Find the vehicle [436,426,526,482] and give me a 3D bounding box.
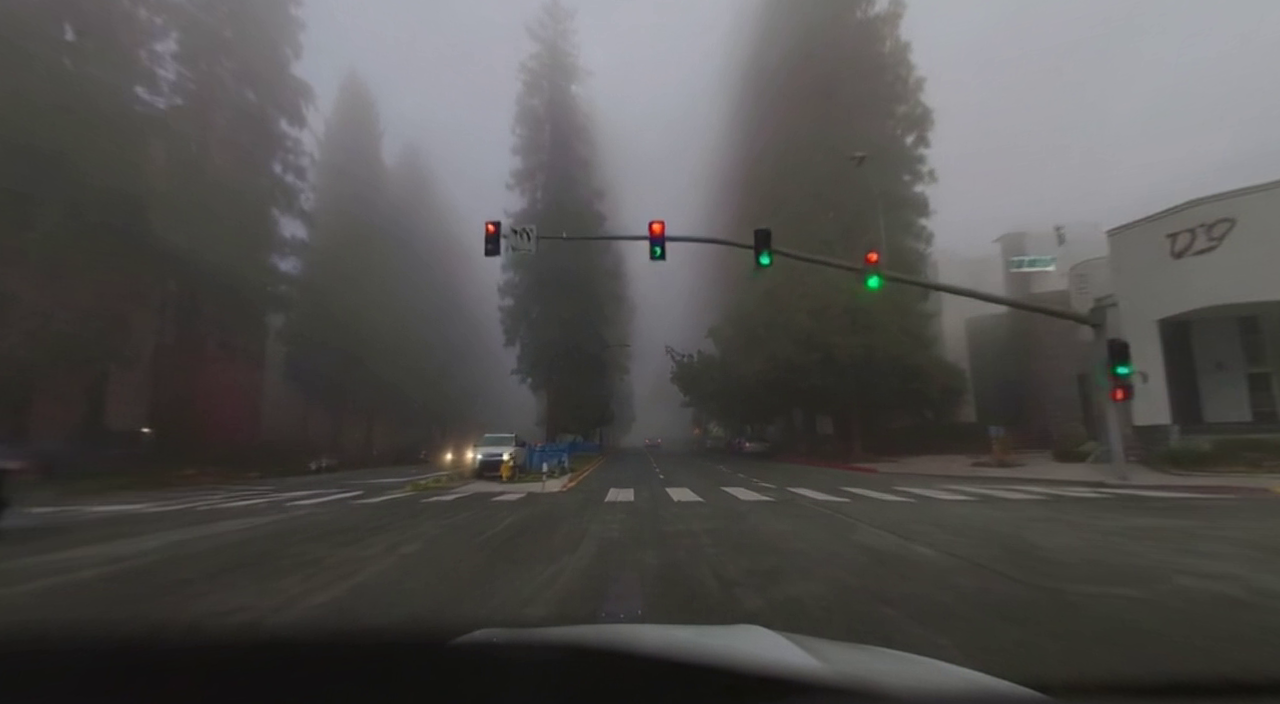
[{"bbox_3d":[-5.491,3.606,22.455,2.098,1.789,4.338,0,-9,-1],"label":"vehicle"}]
